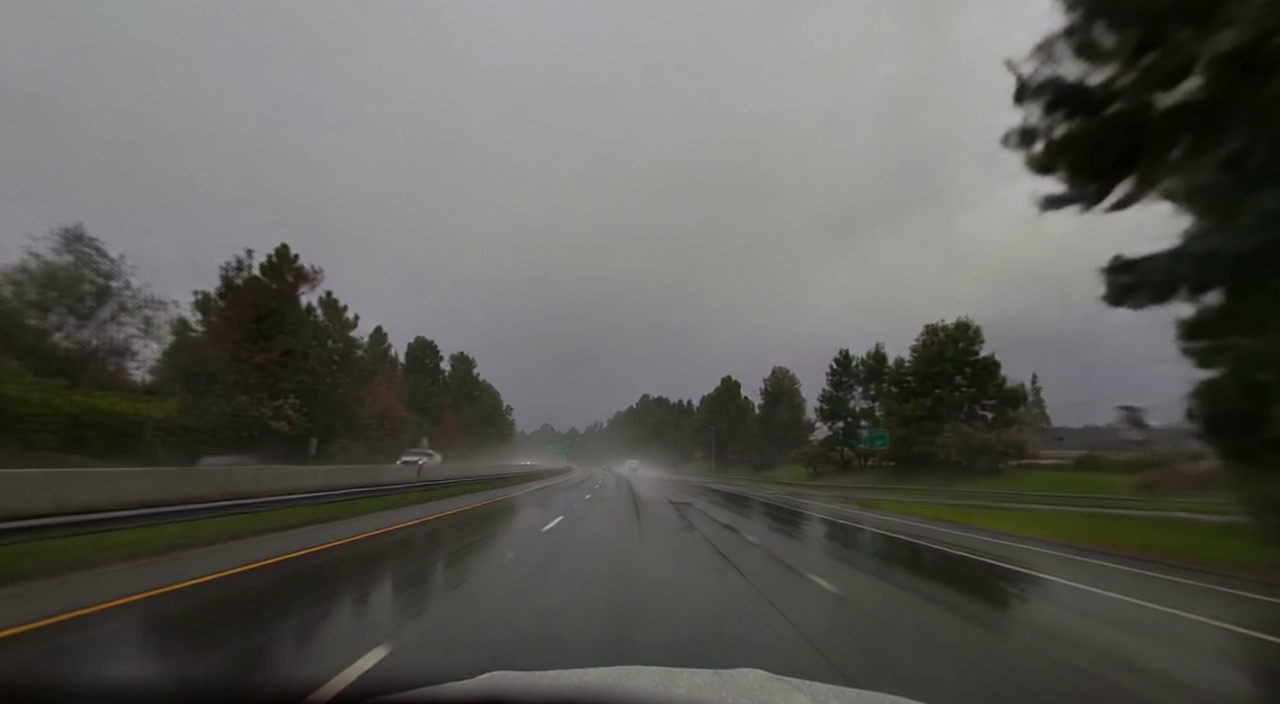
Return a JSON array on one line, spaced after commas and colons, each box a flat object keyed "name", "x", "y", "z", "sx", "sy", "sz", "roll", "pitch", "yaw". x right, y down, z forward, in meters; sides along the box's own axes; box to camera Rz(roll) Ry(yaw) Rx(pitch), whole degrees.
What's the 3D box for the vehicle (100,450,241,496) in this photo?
[{"name": "vehicle", "x": -16.920, "y": 4.390, "z": 23.022, "sx": 1.936, "sy": 1.481, "sz": 4.151, "roll": 1, "pitch": -10, "yaw": -1}]
